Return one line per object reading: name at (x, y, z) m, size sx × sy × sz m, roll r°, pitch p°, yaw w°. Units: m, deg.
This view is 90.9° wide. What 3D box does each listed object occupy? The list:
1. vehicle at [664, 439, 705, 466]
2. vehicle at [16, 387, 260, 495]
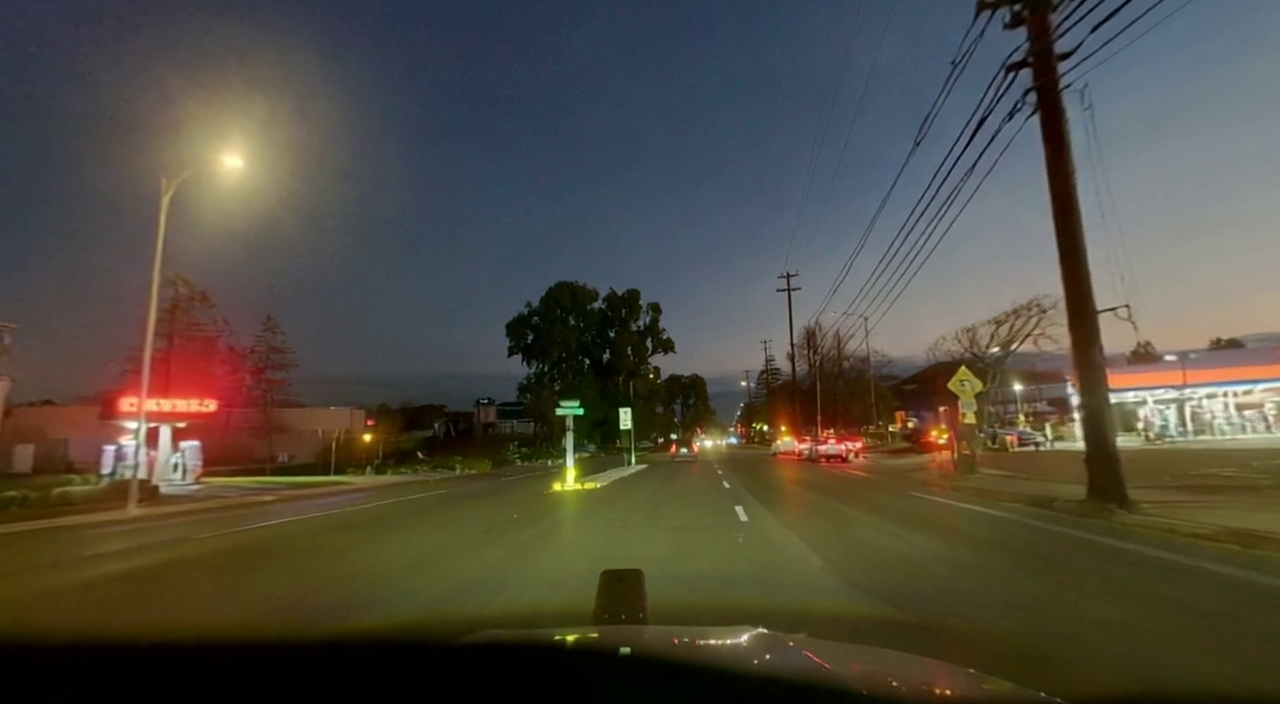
vehicle at (2.678, 5.877, 37.066) m, size 2.073 × 1.525 × 3.968 m, roll -1°, pitch -8°, yaw 8°
vehicle at (-19.171, 3.539, 25.014) m, size 2.923 × 3.546 × 7.640 m, roll -2°, pitch -8°, yaw 4°
